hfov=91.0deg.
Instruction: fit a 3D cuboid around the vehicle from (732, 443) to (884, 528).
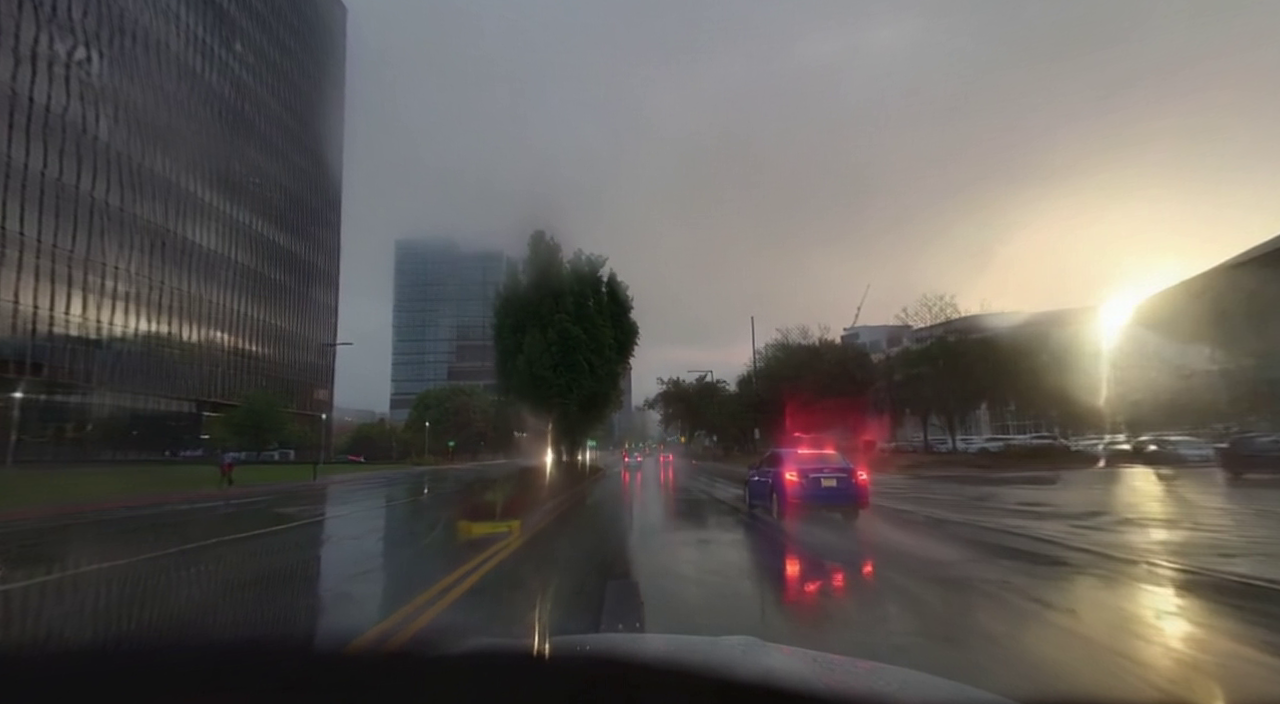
[{"bbox_3d":[3.328,2.734,13.425,1.993,1.501,4.127,0,-9,-2],"label":"vehicle"}]
